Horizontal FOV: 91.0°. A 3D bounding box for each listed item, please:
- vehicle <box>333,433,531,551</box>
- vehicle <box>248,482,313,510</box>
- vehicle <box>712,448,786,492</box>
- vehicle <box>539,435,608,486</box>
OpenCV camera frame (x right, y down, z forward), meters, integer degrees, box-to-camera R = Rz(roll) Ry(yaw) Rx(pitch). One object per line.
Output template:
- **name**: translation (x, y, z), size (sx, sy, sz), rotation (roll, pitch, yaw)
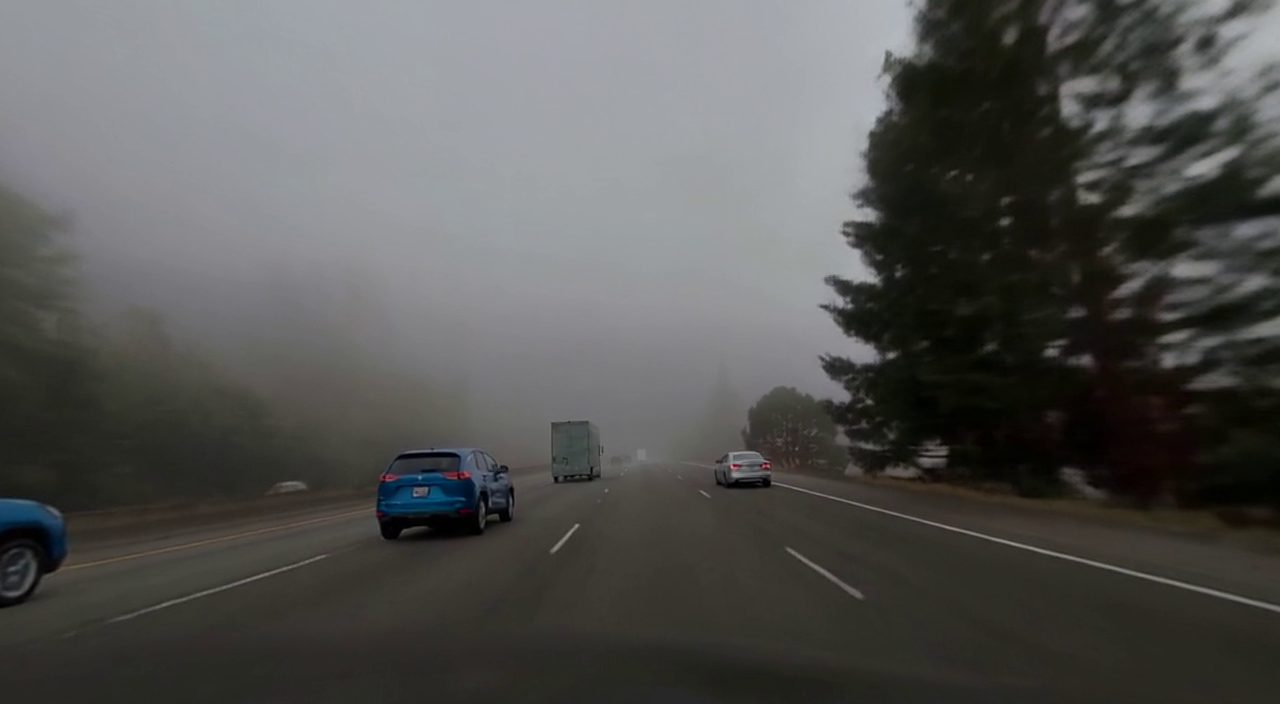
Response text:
- **vehicle**: translation (-3.432, 2.391, 11.429), size (2.080, 1.716, 4.207), rotation (0, -9, 1)
- **vehicle**: translation (-27.948, 11.188, 49.225), size (2.017, 1.720, 5.219), rotation (0, -8, 0)
- **vehicle**: translation (4.185, 4.591, 24.934), size (2.071, 1.570, 4.637), rotation (0, -9, 0)
- **vehicle**: translation (-2.987, 5.080, 29.790), size (2.494, 2.136, 5.539), rotation (0, -9, 2)
